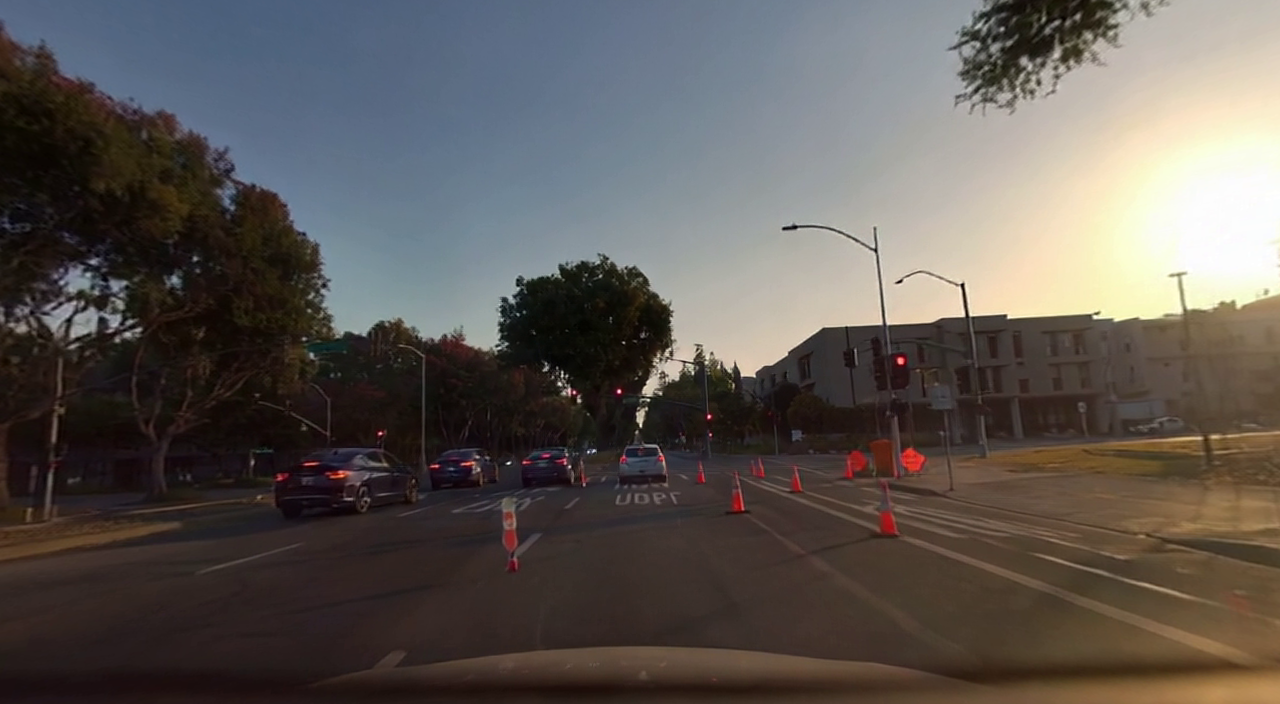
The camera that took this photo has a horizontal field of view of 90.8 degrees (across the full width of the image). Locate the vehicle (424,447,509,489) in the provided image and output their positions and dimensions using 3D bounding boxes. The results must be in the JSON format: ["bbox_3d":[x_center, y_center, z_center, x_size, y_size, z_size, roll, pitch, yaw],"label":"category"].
[{"bbox_3d":[-6.664,4.482,24.780,2.074,1.447,4.224,0,-8,1],"label":"vehicle"}]

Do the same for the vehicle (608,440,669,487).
[{"bbox_3d":[-0.036,3.915,22.538,1.985,1.521,3.968,0,-8,0],"label":"vehicle"}]

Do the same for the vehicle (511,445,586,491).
[{"bbox_3d":[-3.098,3.999,22.190,1.946,1.437,4.154,0,-8,1],"label":"vehicle"}]

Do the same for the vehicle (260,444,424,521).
[{"bbox_3d":[-6.839,2.992,15.077,1.869,1.570,4.064,0,-8,1],"label":"vehicle"}]
